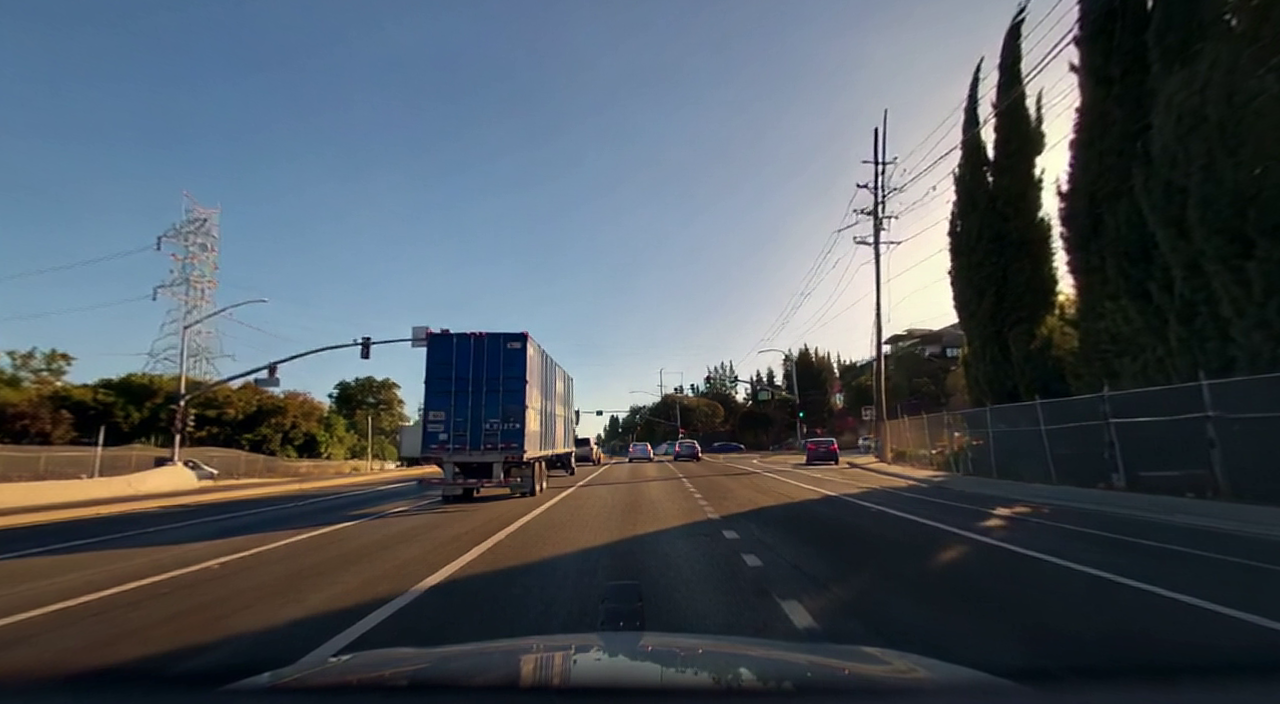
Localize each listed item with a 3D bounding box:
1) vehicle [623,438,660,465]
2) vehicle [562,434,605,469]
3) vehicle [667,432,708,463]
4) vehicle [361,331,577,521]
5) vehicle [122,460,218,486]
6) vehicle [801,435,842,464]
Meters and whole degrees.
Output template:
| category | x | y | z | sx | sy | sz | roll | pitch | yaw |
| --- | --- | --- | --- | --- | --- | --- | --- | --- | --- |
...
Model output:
| category | x | y | z | sx | sy | sz | roll | pitch | yaw |
| --- | --- | --- | --- | --- | --- | --- | --- | --- | --- |
| vehicle | 0.054 | 6.102 | 38.858 | 2.117 | 1.499 | 4.036 | 0 | -8 | -1 |
| vehicle | -3.116 | 5.613 | 35.835 | 1.994 | 1.806 | 4.564 | 0 | -8 | 1 |
| vehicle | 2.966 | 6.081 | 40.259 | 2.086 | 1.849 | 4.607 | 0 | -8 | -2 |
| vehicle | -3.410 | 1.883 | 15.325 | 2.889 | 3.347 | 8.285 | 0 | -8 | 0 |
| vehicle | -32.057 | 8.231 | 43.216 | 4.718 | 1.630 | 2.087 | 2 | -9 | -13 |
| vehicle | 11.389 | 6.076 | 39.485 | 2.102 | 1.662 | 4.533 | -3 | -9 | 19 |
